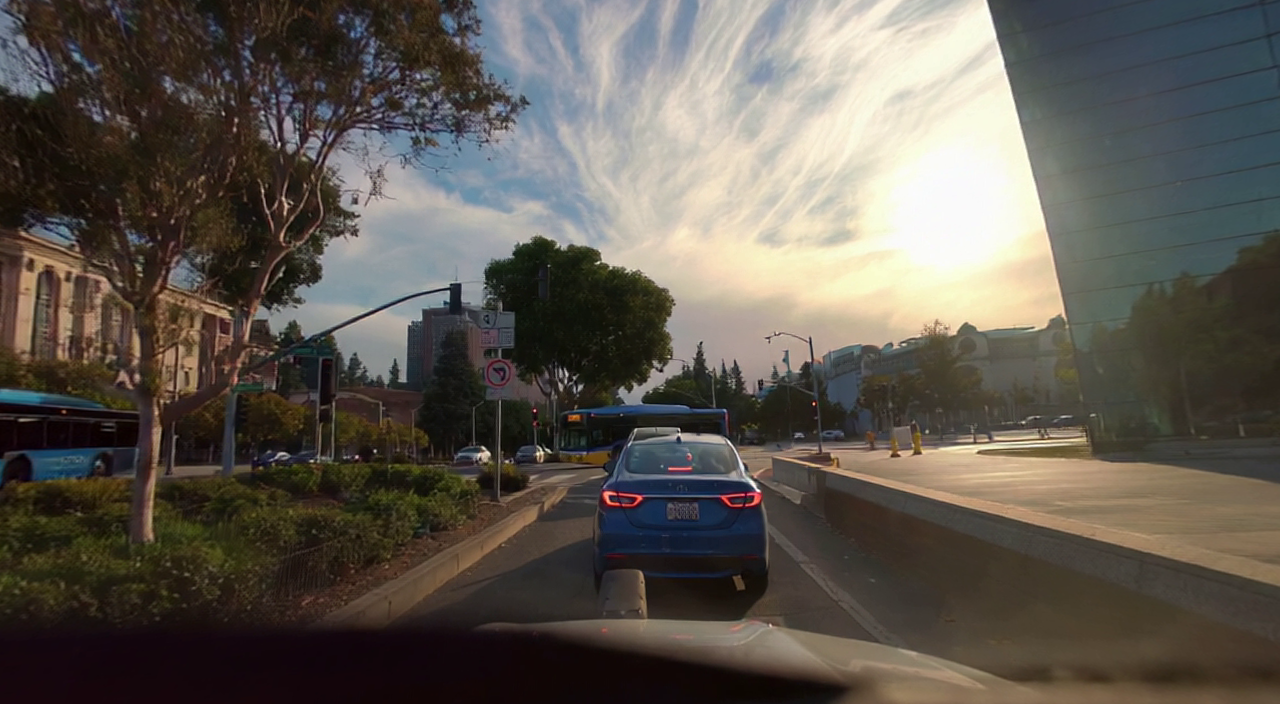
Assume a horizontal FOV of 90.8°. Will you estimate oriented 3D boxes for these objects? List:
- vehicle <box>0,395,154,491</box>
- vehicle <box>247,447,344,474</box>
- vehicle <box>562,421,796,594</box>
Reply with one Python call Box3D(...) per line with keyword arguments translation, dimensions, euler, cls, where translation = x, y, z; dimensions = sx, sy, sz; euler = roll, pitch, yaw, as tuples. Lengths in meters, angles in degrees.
Box3D(translation=(-25.971, 3.644, 25.311), dimensions=(2.692, 3.685, 10.153), euler=(-3, -9, 20), cls="vehicle")
Box3D(translation=(-20.363, 6.379, 37.585), dimensions=(1.883, 1.461, 4.830), euler=(-4, -9, 23), cls="vehicle")
Box3D(translation=(0.367, 1.625, 7.396), dimensions=(2.006, 1.470, 3.799), euler=(0, -8, 1), cls="vehicle")
